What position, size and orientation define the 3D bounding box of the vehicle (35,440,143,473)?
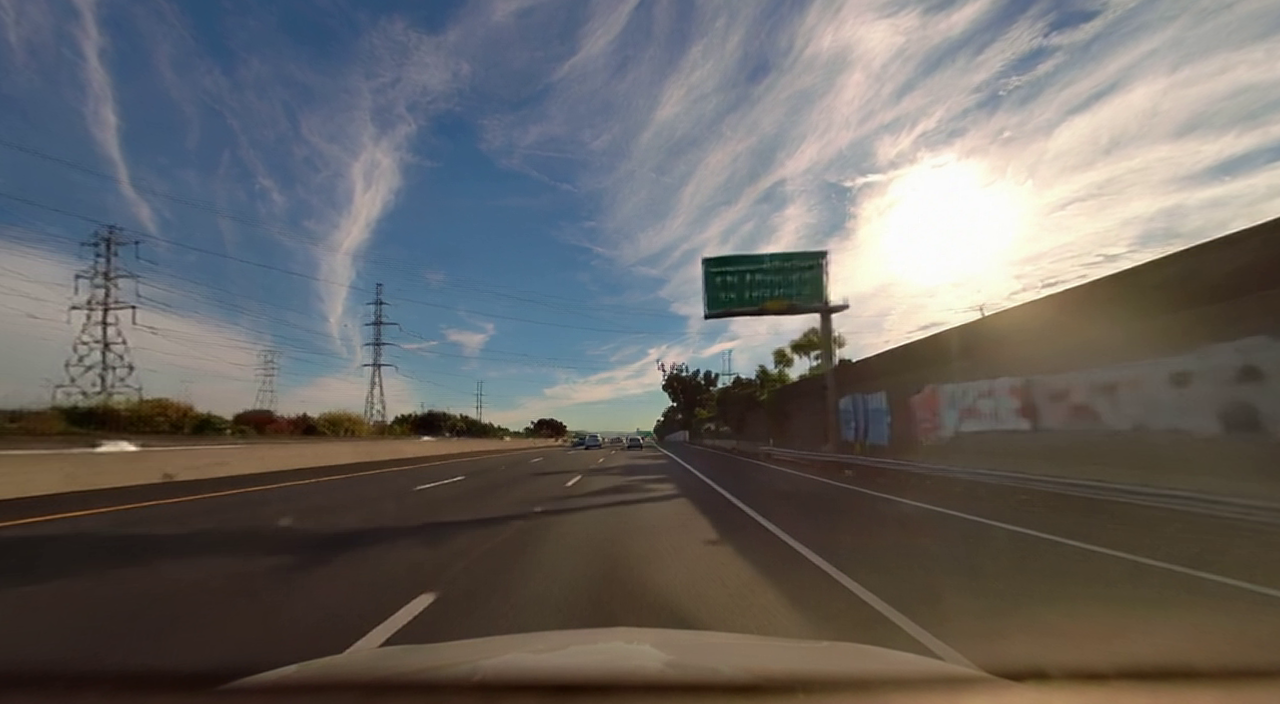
[{"bbox_3d":[-27.910,5.276,32.106,1.832,1.541,4.111,1,-7,-2],"label":"vehicle"}]
